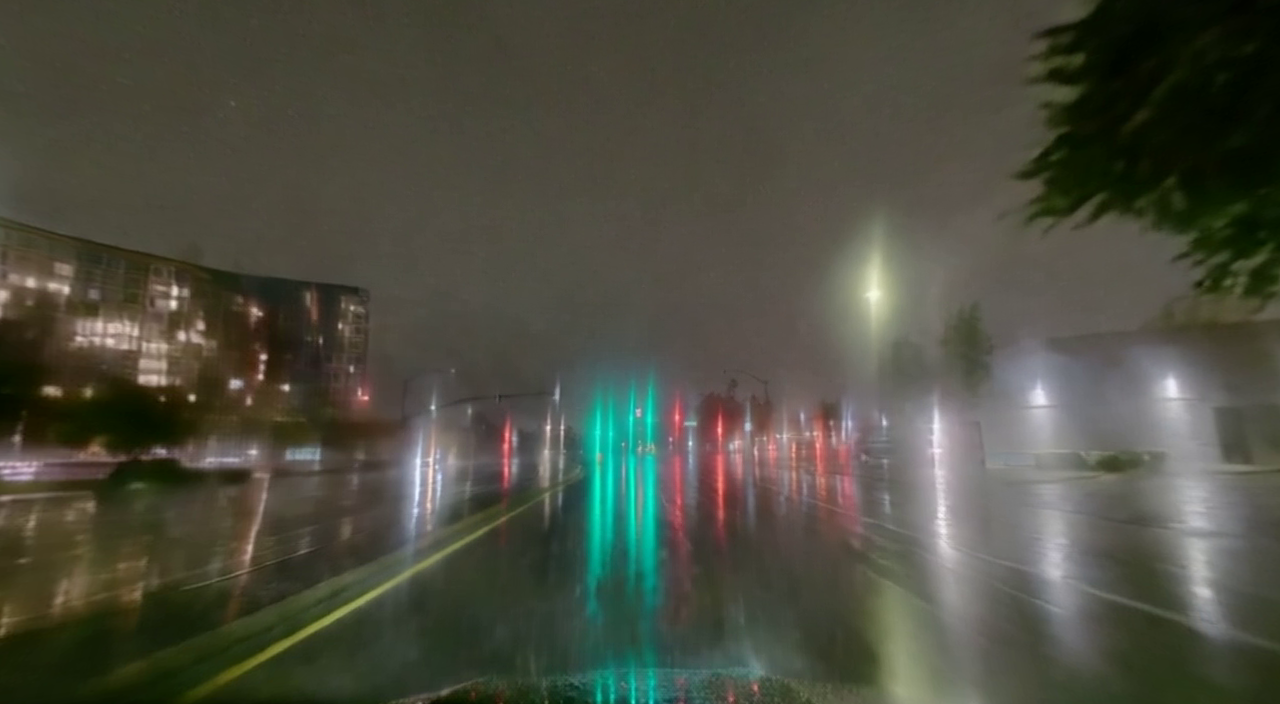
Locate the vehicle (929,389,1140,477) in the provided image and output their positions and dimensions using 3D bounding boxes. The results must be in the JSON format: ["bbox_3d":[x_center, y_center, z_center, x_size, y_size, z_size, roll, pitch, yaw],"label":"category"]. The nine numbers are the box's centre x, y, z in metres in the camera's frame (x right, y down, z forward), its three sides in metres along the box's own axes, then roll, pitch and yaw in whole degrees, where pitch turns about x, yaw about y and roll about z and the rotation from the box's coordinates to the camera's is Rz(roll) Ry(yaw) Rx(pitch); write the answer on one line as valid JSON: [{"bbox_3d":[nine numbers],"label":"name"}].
[{"bbox_3d":[16.781,3.499,27.235,7.225,3.553,2.709,0,-9,-3],"label":"vehicle"}]

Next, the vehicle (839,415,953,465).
[{"bbox_3d":[17.634,6.145,43.938,6.639,3.312,2.759,0,-9,2],"label":"vehicle"}]
